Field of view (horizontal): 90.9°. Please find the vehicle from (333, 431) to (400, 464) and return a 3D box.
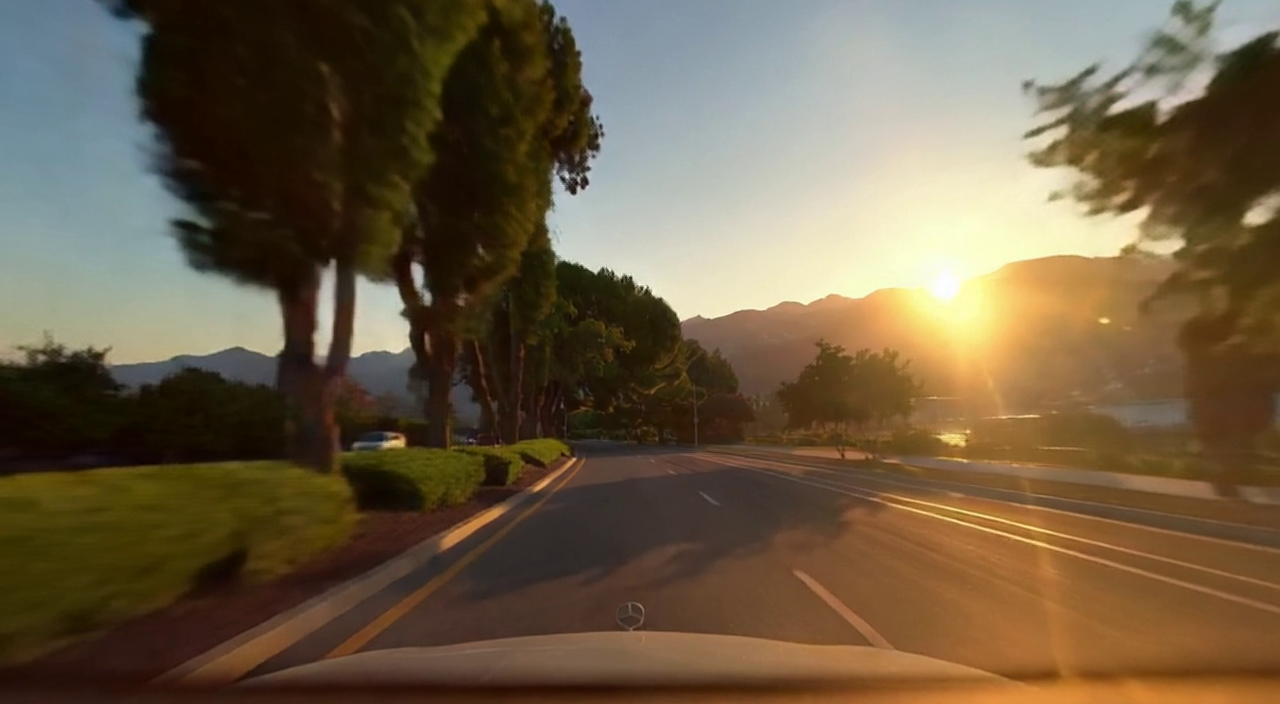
[{"bbox_3d":[-14.089,4.964,32.723,1.809,1.592,4.060,0,-8,-3],"label":"vehicle"}]
